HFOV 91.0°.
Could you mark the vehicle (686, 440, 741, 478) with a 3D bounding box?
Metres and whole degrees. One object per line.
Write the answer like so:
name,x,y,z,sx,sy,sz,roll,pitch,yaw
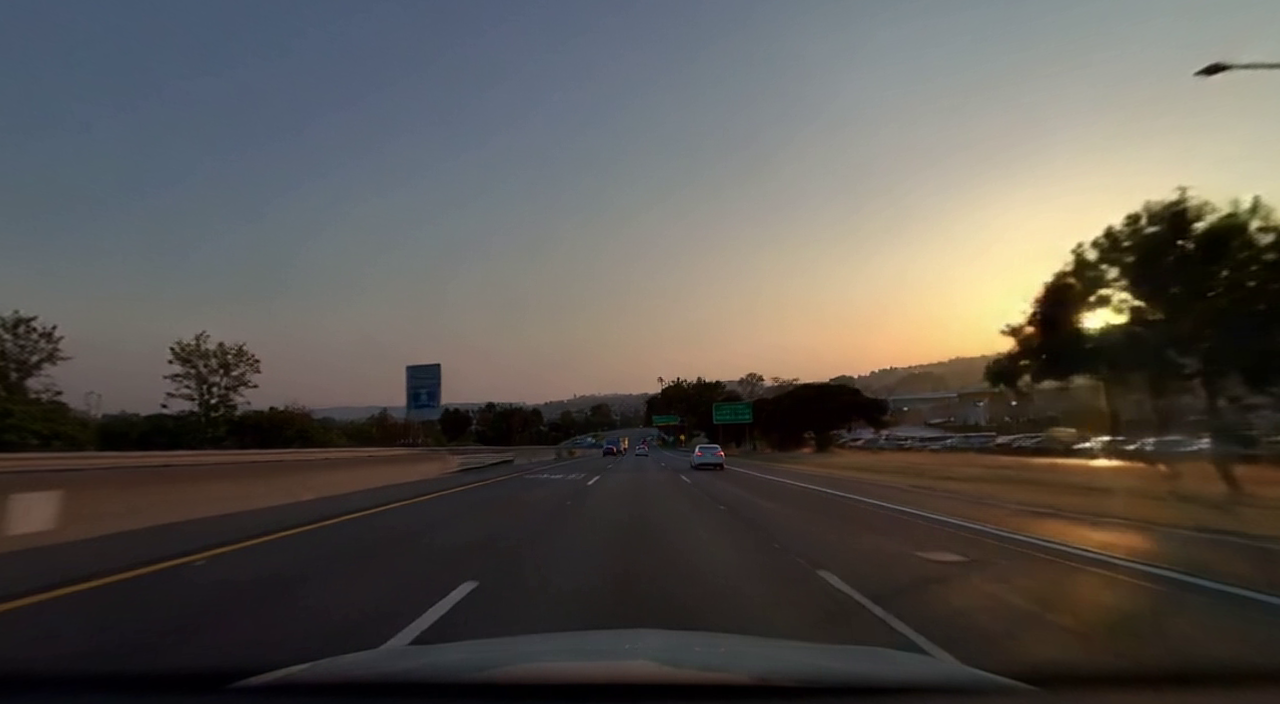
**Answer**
vehicle,3.357,5.004,29.673,2.085,1.594,4.848,0,-9,1
